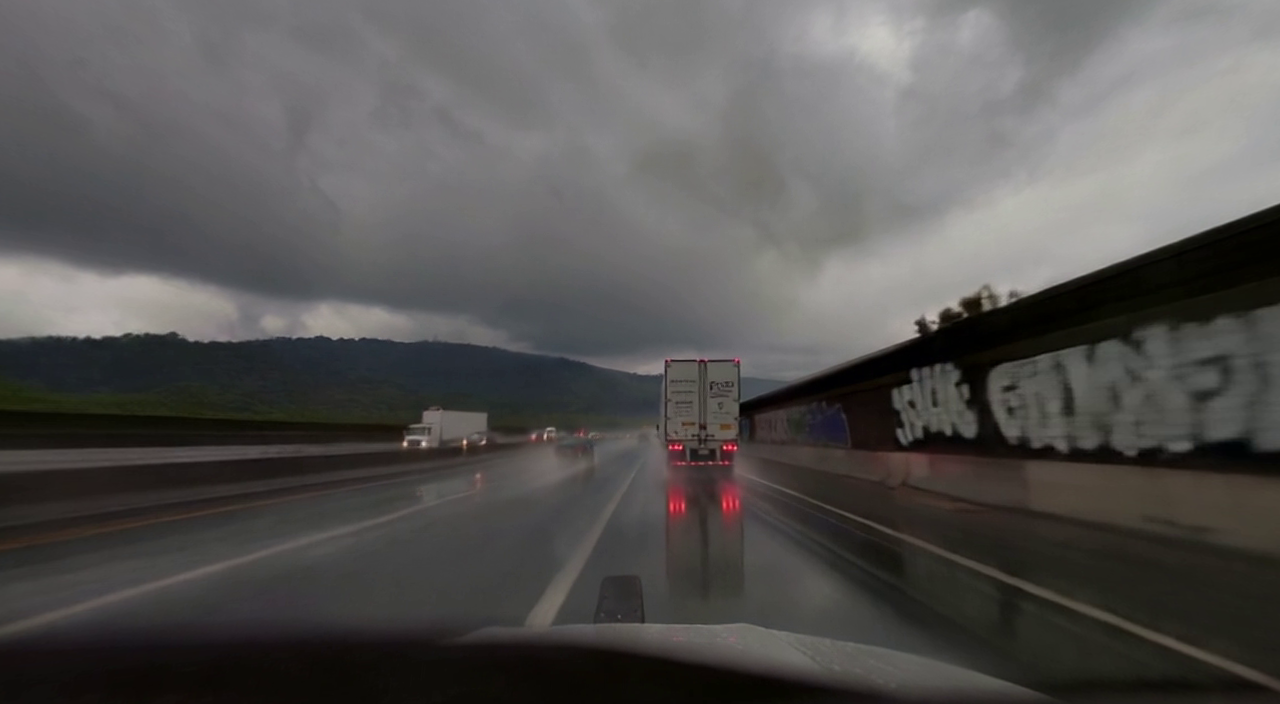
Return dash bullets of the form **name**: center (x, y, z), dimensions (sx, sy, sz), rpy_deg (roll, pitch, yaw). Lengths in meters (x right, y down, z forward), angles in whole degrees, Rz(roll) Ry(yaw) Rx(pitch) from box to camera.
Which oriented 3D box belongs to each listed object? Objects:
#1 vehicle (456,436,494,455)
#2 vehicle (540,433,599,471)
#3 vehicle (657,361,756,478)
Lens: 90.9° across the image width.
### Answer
- **vehicle**: center (-12.891, 7.296, 49.513), dimensions (1.812, 1.402, 4.019), rpy_deg (0, -8, 1)
- **vehicle**: center (-3.084, 4.455, 28.430), dimensions (1.982, 1.535, 4.519), rpy_deg (0, -8, 2)
- **vehicle**: center (2.280, 2.886, 25.778), dimensions (2.921, 3.765, 10.773), rpy_deg (0, -8, 0)
